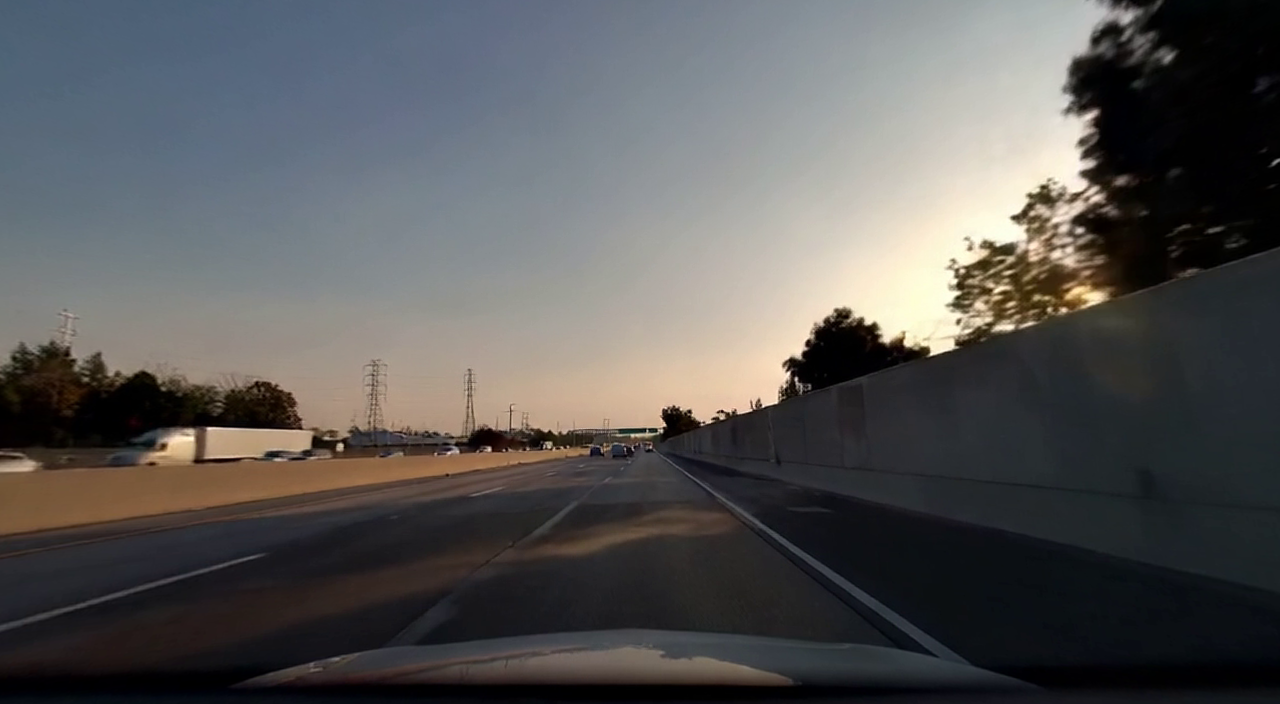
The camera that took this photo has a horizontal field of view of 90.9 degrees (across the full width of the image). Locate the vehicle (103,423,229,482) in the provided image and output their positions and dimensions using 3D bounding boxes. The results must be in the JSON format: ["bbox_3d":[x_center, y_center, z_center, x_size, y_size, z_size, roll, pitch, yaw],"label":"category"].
[{"bbox_3d":[-35.860,7.651,48.294,3.059,4.015,8.256,0,-8,0],"label":"vehicle"}]
